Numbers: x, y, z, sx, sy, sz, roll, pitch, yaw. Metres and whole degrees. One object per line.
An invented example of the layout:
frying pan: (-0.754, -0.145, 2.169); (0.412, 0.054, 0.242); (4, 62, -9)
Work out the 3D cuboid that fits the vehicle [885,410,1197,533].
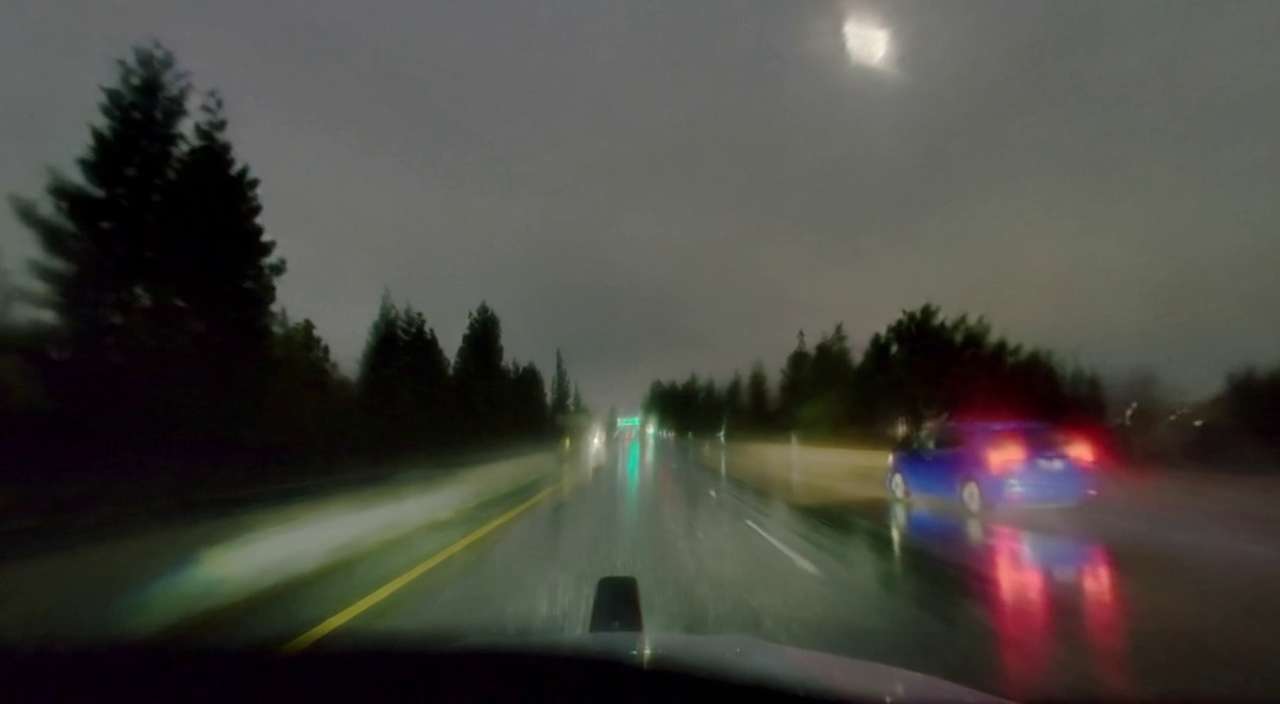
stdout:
vehicle: (6.627, 2.015, 11.359); (2.273, 1.698, 4.863); (0, -8, -2)
